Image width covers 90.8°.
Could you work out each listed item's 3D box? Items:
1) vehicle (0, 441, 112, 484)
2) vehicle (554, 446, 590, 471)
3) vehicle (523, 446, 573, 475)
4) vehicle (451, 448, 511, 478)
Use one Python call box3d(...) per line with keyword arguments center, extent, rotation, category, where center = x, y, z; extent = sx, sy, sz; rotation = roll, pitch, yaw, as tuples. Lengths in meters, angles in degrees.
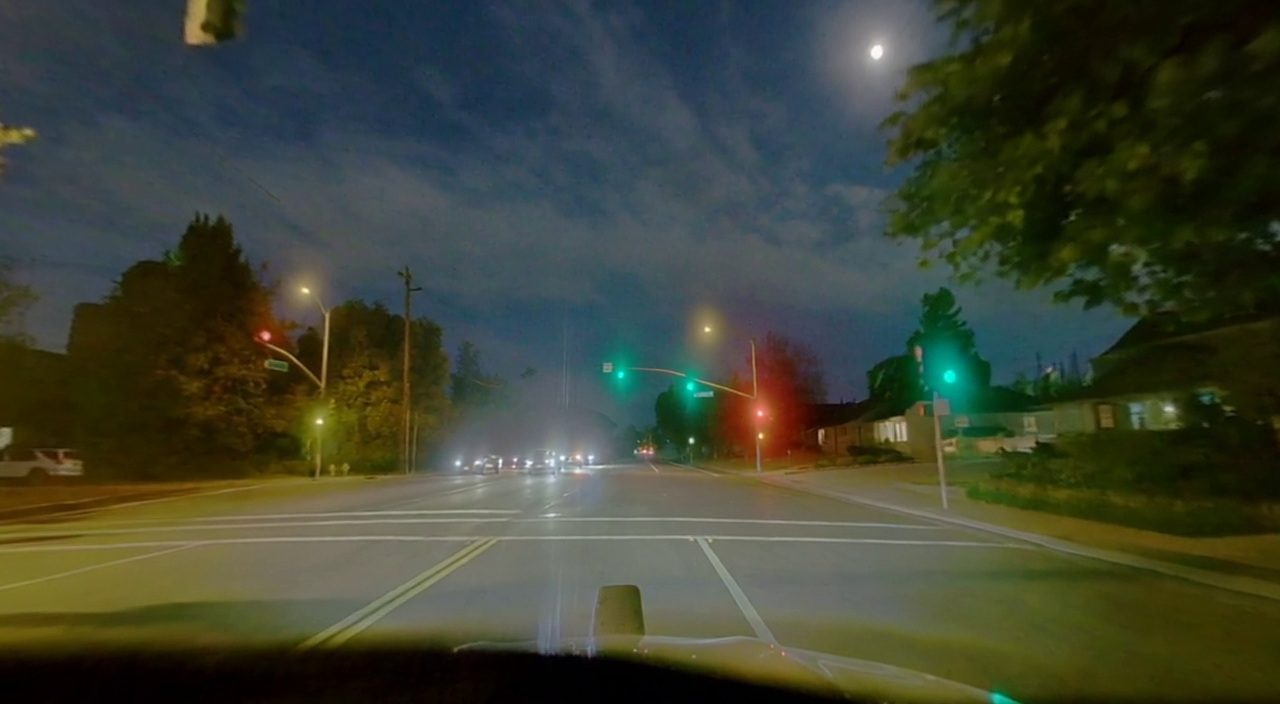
box3d(center=(-26.360, 4.779, 27.429), extent=(4.802, 1.776, 2.090), rotation=(1, -8, -5), category="vehicle")
box3d(center=(-4.669, 7.360, 43.879), extent=(1.999, 1.652, 3.962), rotation=(0, -8, 1), category="vehicle")
box3d(center=(-4.978, 5.909, 34.616), extent=(2.003, 1.462, 4.220), rotation=(0, -8, 1), category="vehicle")
box3d(center=(-8.459, 5.956, 34.101), extent=(1.985, 1.475, 4.383), rotation=(0, -8, 2), category="vehicle")
